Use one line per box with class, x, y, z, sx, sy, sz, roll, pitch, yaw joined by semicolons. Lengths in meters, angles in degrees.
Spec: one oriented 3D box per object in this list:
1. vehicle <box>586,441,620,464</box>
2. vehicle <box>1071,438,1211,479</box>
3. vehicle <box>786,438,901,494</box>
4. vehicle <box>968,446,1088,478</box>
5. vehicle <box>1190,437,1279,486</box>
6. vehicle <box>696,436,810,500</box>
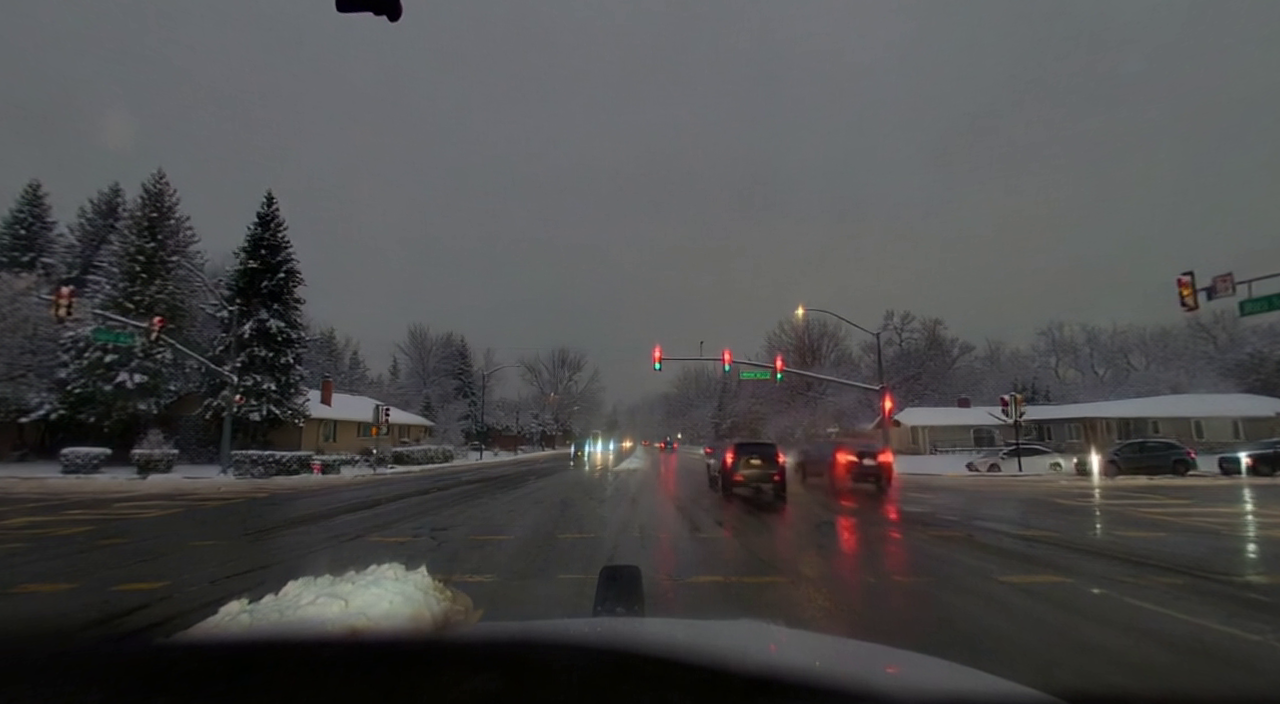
vehicle;-2.423;6.709;42.282;2.045;1.484;3.991;0;-9;0
vehicle;23.476;4.988;29.758;4.807;1.835;2.033;0;-9;-1
vehicle;6.272;3.553;20.097;2.074;1.530;4.565;0;-9;-1
vehicle;19.712;5.604;32.251;4.874;1.544;1.779;0;-9;1
vehicle;23.611;4.040;23.479;4.417;1.725;1.969;0;-9;-1
vehicle;2.912;3.126;17.558;2.142;1.506;4.948;0;-9;-1
